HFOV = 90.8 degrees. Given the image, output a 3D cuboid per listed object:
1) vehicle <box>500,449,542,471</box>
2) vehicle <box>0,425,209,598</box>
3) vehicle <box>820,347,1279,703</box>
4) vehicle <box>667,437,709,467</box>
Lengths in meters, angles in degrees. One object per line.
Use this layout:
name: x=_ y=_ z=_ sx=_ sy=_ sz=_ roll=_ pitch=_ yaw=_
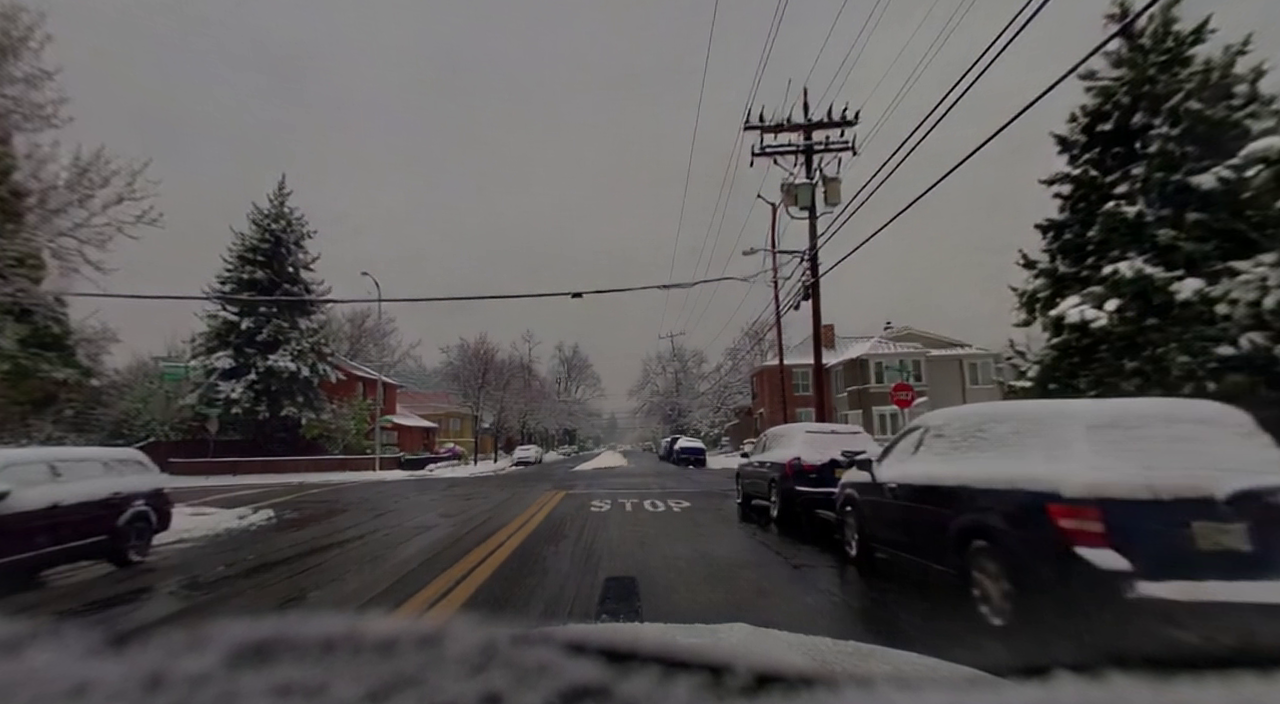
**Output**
vehicle: x=-7.450 y=6.774 z=39.932 sx=1.926 sy=1.307 sz=3.909 roll=0 pitch=-9 yaw=0
vehicle: x=-7.250 y=1.791 z=6.967 sx=1.980 sy=1.664 sz=4.342 roll=-5 pitch=-11 yaw=0
vehicle: x=3.184 y=1.175 z=5.390 sx=1.993 sy=1.778 sz=4.311 roll=0 pitch=-9 yaw=0
vehicle: x=2.874 y=6.133 z=38.814 sx=2.114 sy=1.708 sz=4.474 roll=0 pitch=-9 yaw=-1
